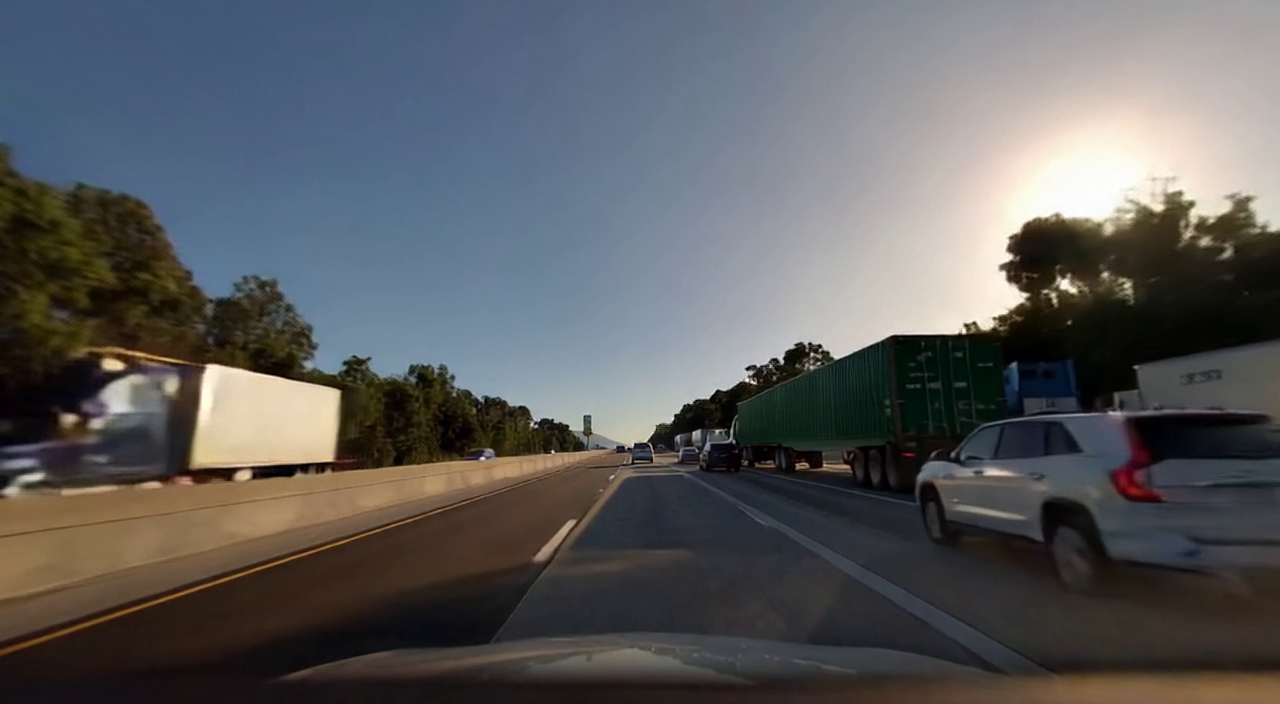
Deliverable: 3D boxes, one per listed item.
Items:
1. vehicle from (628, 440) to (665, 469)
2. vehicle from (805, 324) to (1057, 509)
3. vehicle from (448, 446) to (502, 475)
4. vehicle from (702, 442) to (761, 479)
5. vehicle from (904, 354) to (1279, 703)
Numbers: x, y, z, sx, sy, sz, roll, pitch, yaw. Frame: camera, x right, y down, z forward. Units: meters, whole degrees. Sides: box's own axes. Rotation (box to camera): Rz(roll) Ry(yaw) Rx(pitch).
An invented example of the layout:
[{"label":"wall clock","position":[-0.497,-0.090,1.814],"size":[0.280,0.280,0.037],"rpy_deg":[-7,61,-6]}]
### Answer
[{"label":"vehicle","position":[0.433,6.571,40.589],"size":[2.313,1.736,4.215],"rpy_deg":[0,-8,1]},{"label":"vehicle","position":[7.490,2.023,18.251],"size":[2.784,4.002,9.298],"rpy_deg":[0,-8,0]},{"label":"vehicle","position":[-10.007,6.589,38.426],"size":[1.986,1.581,4.469],"rpy_deg":[0,-8,2]},{"label":"vehicle","position":[3.940,4.758,27.833],"size":[1.888,1.501,4.608],"rpy_deg":[0,-8,0]},{"label":"vehicle","position":[3.823,1.124,4.570],"size":[1.972,1.693,4.139],"rpy_deg":[0,-8,0]}]
